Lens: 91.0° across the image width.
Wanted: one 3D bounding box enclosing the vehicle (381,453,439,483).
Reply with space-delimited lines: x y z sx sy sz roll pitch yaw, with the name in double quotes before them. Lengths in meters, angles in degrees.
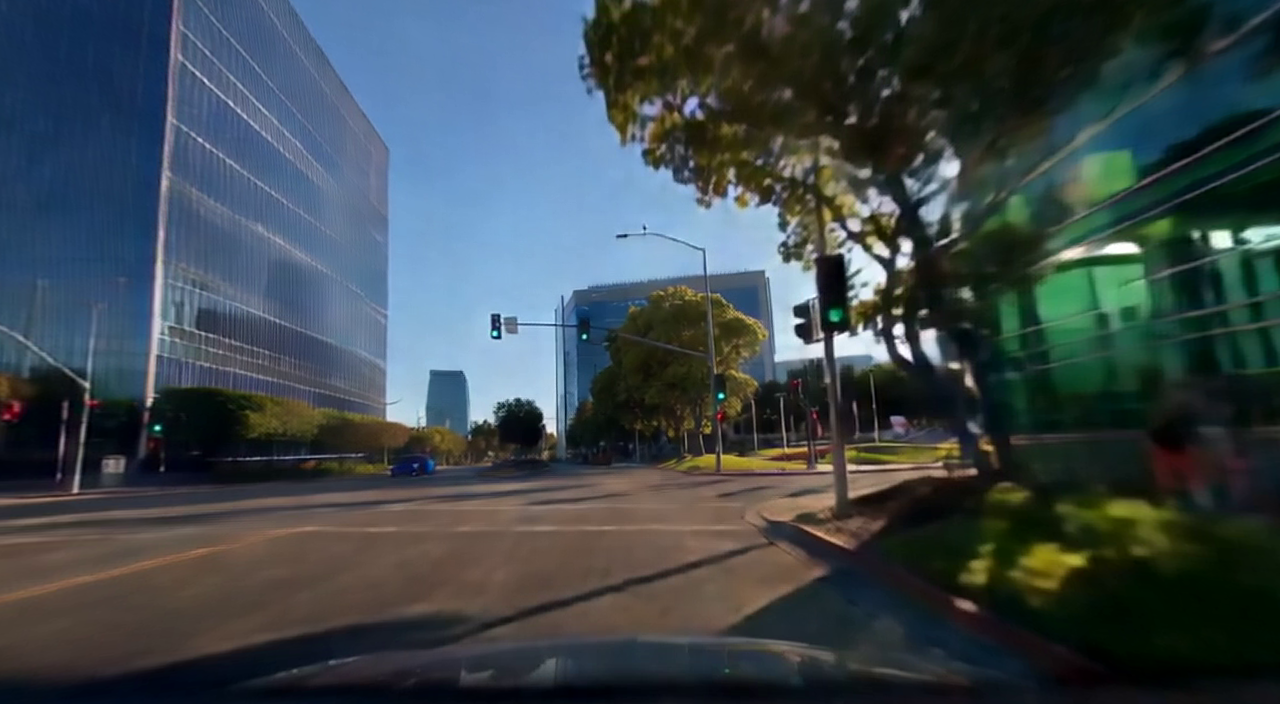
"vehicle" -12.866 6.486 35.551 1.906 1.502 4.396 1 -9 -5
